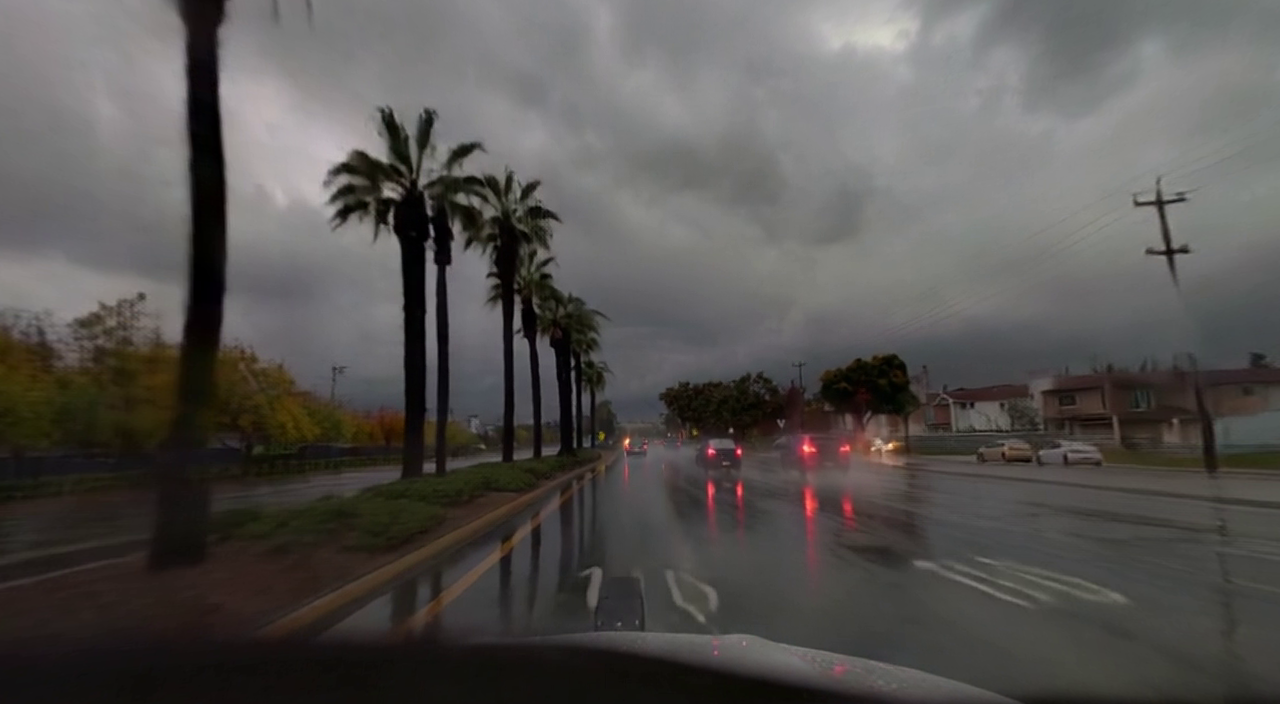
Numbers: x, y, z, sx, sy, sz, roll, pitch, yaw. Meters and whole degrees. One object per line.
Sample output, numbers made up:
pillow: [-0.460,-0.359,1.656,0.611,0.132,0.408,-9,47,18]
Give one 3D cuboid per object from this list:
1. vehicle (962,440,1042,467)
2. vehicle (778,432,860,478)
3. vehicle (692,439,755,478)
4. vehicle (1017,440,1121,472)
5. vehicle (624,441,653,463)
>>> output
vehicle: [20.954,5.884,36.793,1.844,1.464,4.546,1,-8,-2]
vehicle: [6.984,4.047,25.111,1.916,1.646,4.258,0,-8,-1]
vehicle: [3.353,4.366,26.231,1.875,1.452,4.453,1,-8,-2]
vehicle: [20.972,5.078,31.147,1.852,1.448,4.601,0,-8,-1]
vehicle: [-0.131,7.257,45.999,2.031,1.444,4.361,0,-8,-1]
